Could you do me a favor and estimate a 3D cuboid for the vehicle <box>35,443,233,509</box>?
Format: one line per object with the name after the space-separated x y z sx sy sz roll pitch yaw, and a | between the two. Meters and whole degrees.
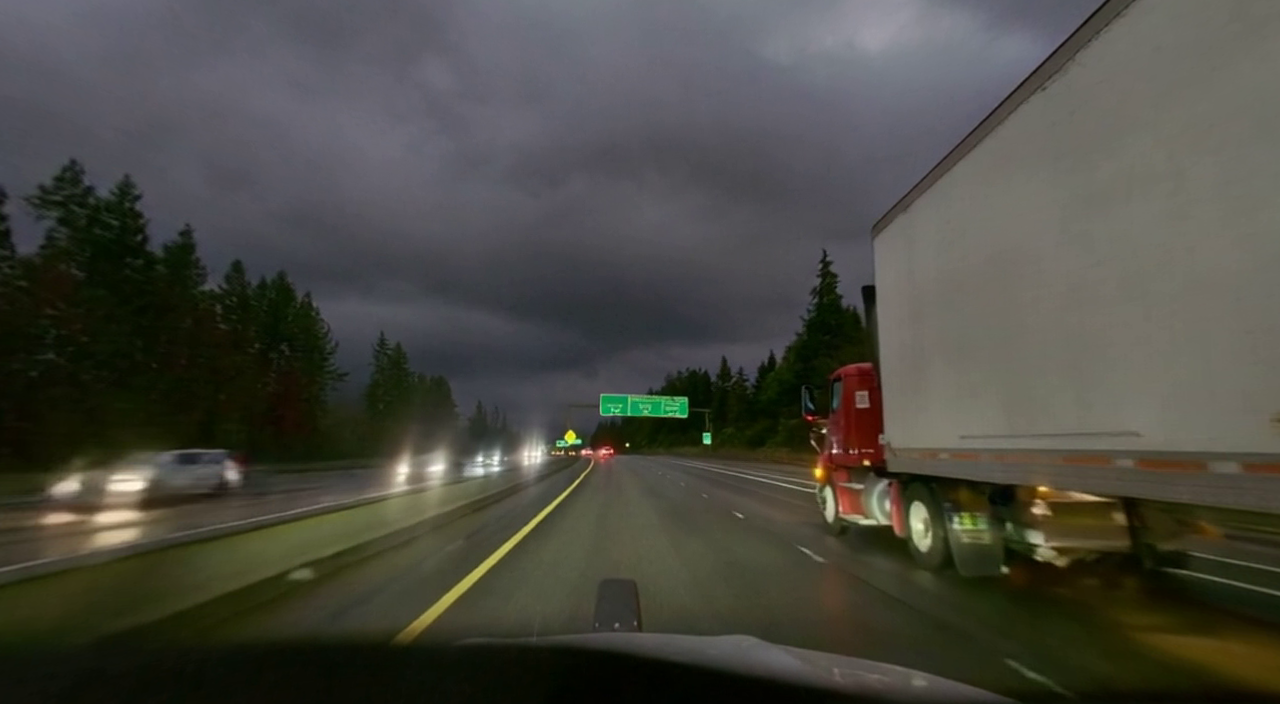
-14.097 3.434 17.913 1.928 1.599 4.549 0 -9 -2 | vehicle

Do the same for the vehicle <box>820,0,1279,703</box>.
4.329 -0.094 4.128 3.016 3.971 10.405 0 -9 -1 | vehicle

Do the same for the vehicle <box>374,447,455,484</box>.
-10.009 5.037 28.234 1.977 1.511 4.668 0 -9 -1 | vehicle
